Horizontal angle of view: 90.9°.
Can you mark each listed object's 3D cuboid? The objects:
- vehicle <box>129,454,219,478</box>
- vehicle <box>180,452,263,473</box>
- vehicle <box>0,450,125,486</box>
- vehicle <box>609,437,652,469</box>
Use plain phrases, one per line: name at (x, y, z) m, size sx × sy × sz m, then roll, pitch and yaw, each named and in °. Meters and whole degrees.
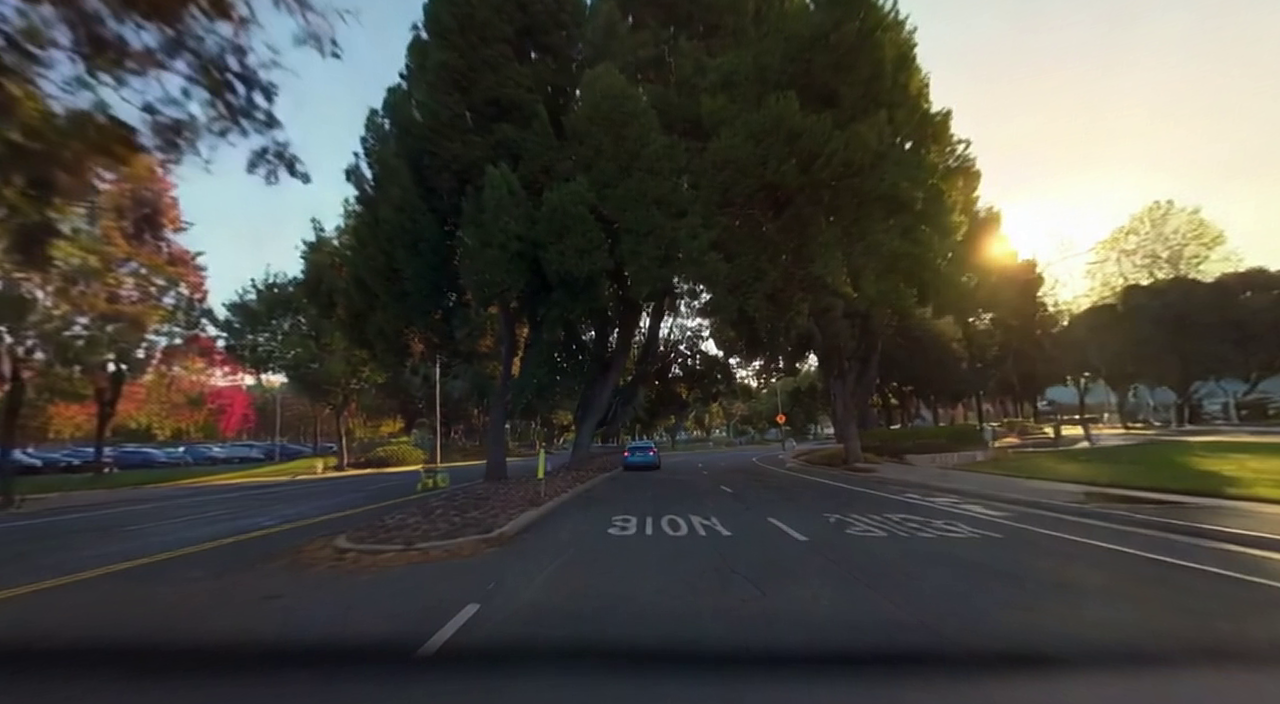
vehicle at (-29.957, 7.324, 40.635) m, size 4.309 × 1.433 × 1.818 m, roll 0°, pitch -8°, yaw -1°
vehicle at (-30.227, 7.982, 45.610) m, size 4.614 × 1.431 × 1.926 m, roll -1°, pitch -8°, yaw 2°
vehicle at (-30.313, 6.000, 32.798) m, size 4.923 × 1.697 × 2.209 m, roll 0°, pitch -8°, yaw -4°
vehicle at (-0.432, 5.251, 32.982) m, size 1.978 × 1.499 × 3.915 m, roll -1°, pitch -8°, yaw 4°
